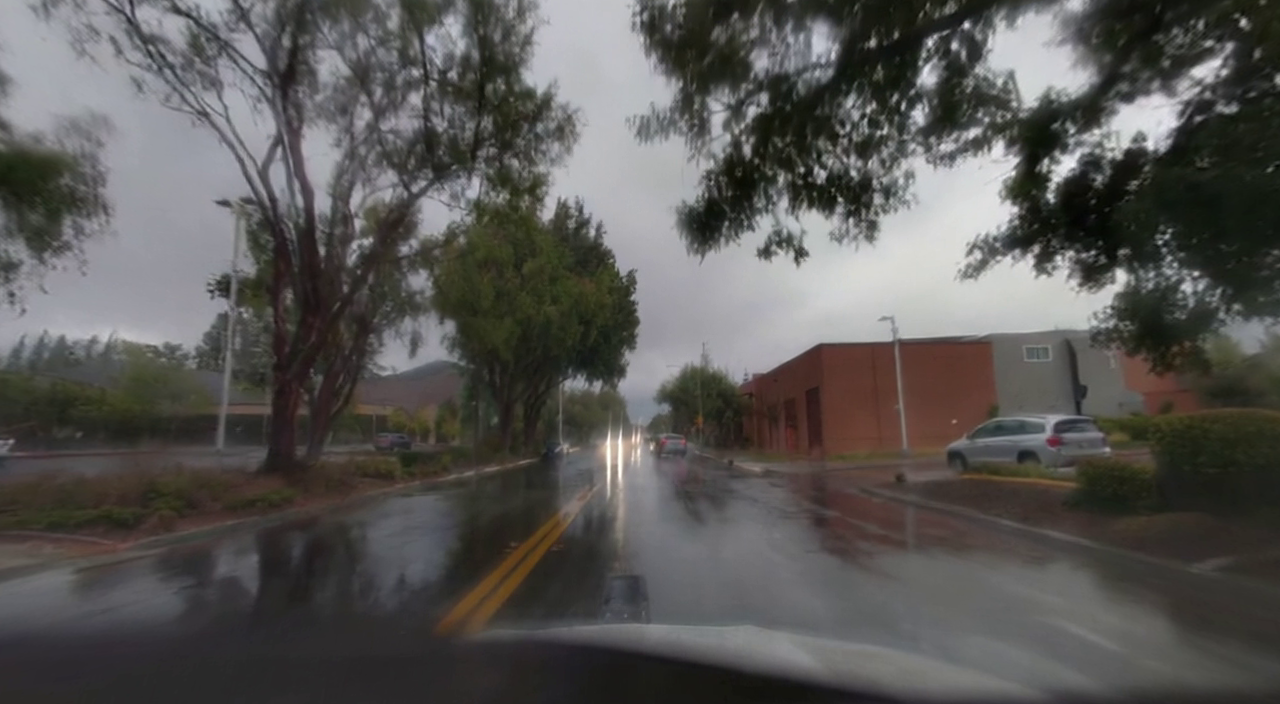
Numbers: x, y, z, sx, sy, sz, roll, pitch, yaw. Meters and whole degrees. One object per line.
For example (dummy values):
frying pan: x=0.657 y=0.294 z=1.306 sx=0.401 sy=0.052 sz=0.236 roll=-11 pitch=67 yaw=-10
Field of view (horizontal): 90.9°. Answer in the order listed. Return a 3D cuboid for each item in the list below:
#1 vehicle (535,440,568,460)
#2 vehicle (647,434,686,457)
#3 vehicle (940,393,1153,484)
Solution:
vehicle: x=-6.784 y=7.579 z=48.815 sx=1.930 sy=1.463 sz=4.195 roll=0 pitch=-8 yaw=0
vehicle: x=2.011 y=7.310 z=49.539 sx=2.097 sy=1.740 sz=4.277 roll=1 pitch=-8 yaw=-12
vehicle: x=9.413 y=2.143 z=15.236 sx=2.018 sy=1.840 sz=4.662 roll=1 pitch=-9 yaw=0
